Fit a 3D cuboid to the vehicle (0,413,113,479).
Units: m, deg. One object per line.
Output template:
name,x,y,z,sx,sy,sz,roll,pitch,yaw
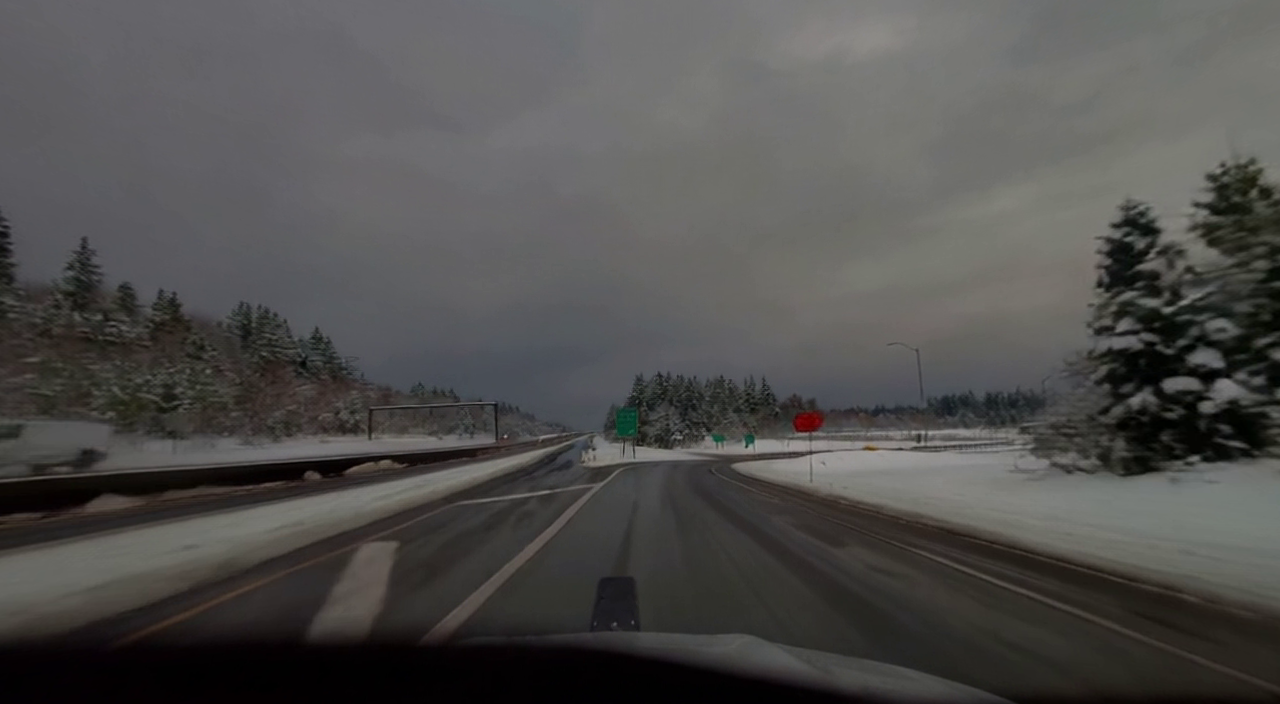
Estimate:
vehicle,-25.048,3.792,25.299,2.208,2.438,6.660,0,-8,-4
